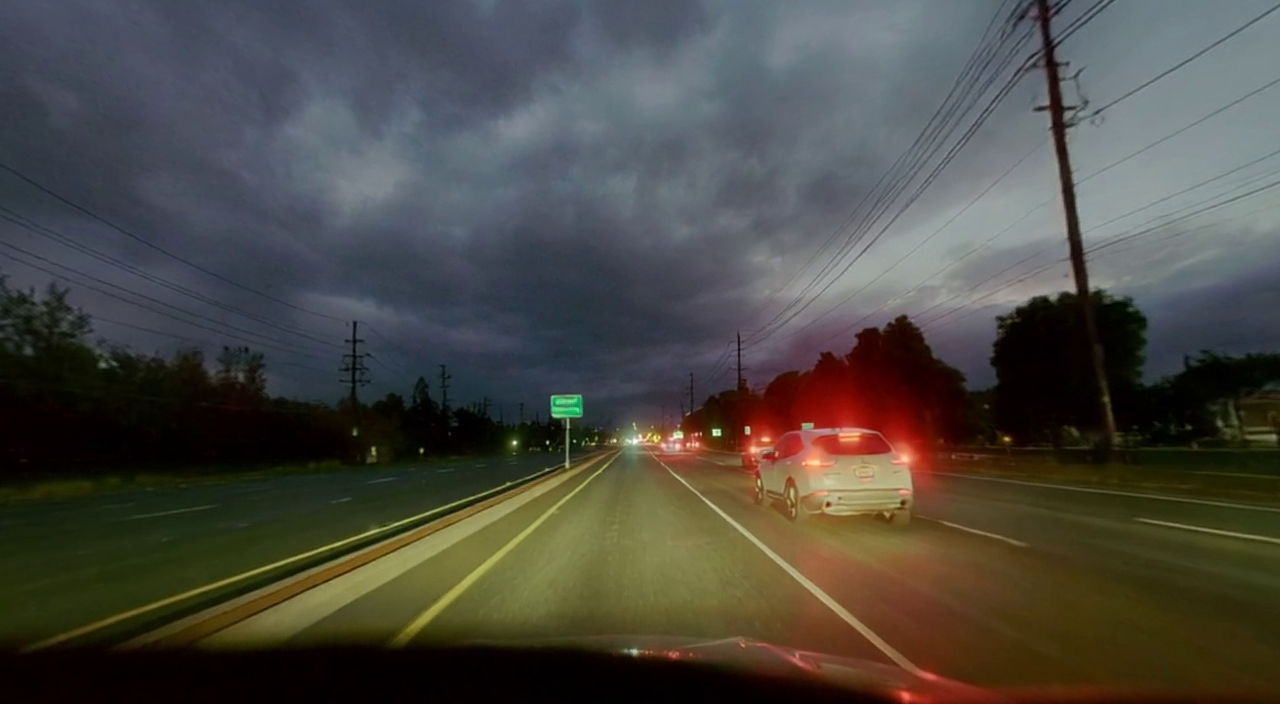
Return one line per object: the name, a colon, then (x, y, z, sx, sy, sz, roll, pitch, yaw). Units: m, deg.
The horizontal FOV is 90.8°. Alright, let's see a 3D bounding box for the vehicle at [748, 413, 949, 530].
vehicle: (3.377, 2.034, 11.222, 2.078, 1.668, 4.078, 0, -8, -1)
